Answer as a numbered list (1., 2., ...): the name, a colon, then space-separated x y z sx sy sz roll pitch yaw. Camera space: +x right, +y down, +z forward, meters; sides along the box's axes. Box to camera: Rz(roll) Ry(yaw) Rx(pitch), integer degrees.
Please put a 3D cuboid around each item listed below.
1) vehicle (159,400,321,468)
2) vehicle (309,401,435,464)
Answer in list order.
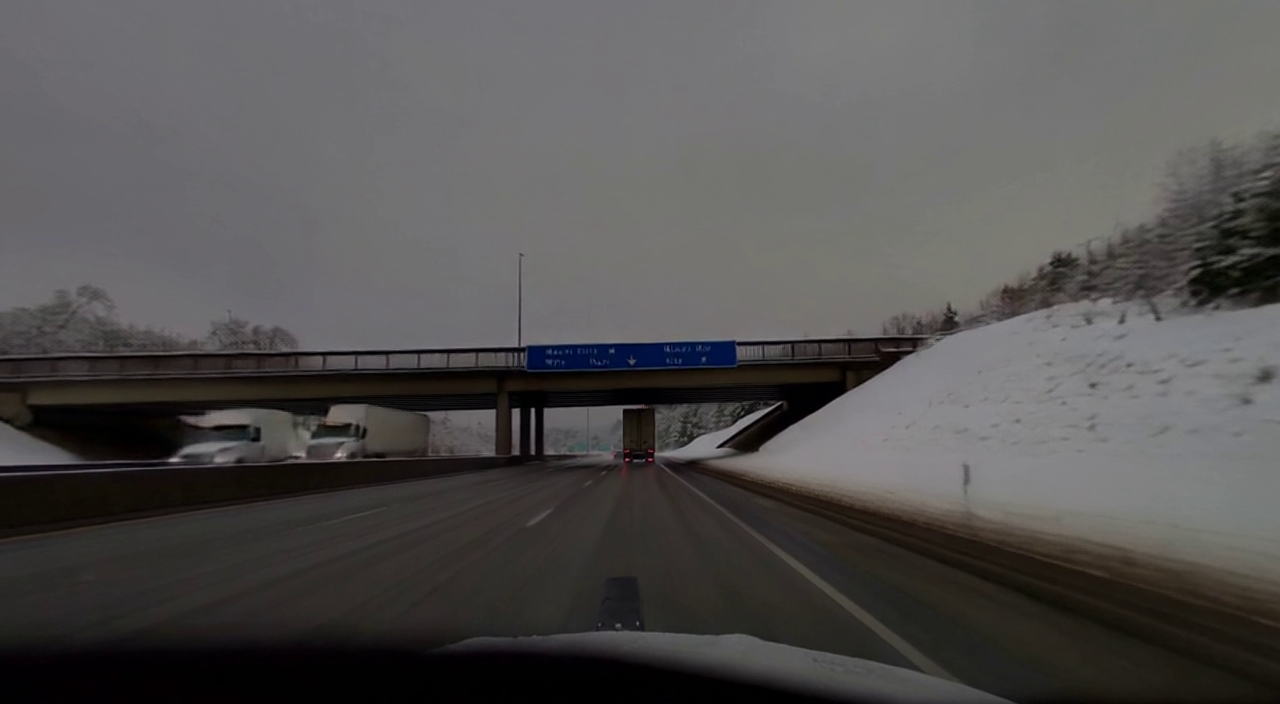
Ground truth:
1. vehicle: -23.197 5.019 37.669 2.789 3.463 10.717 0 -9 -1
2. vehicle: -18.987 6.149 46.423 2.997 3.896 14.226 0 -9 0
